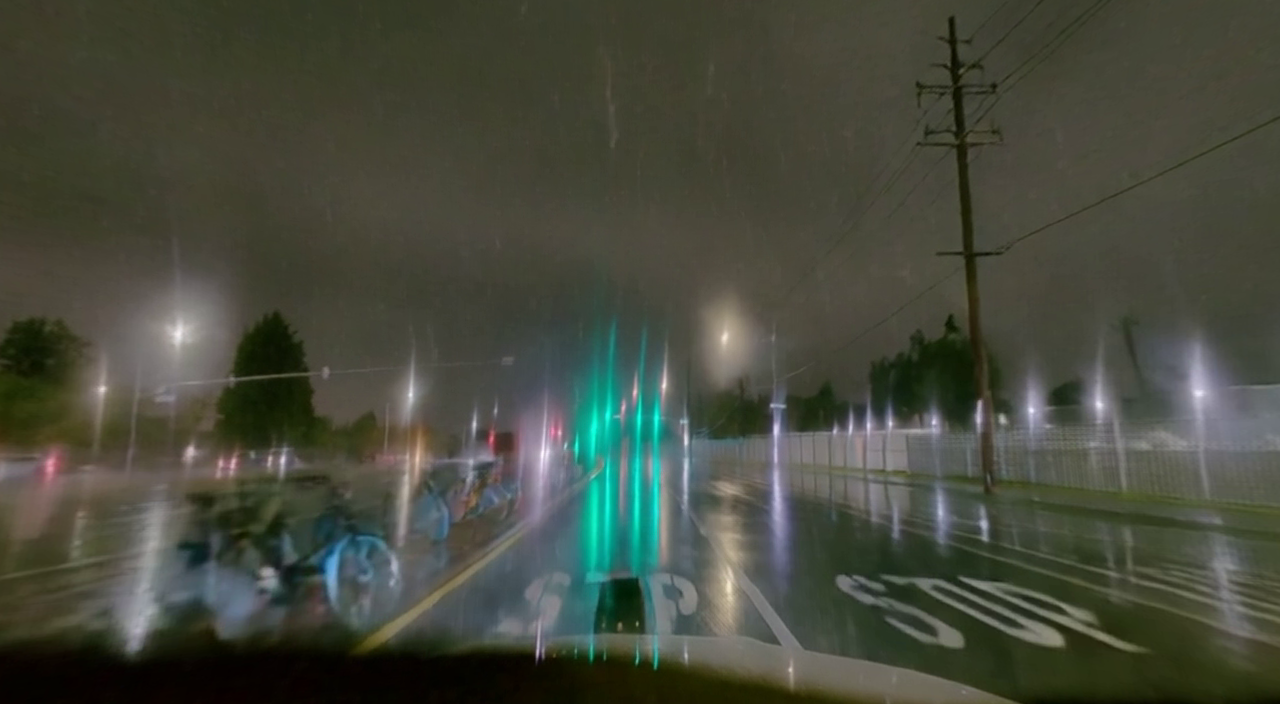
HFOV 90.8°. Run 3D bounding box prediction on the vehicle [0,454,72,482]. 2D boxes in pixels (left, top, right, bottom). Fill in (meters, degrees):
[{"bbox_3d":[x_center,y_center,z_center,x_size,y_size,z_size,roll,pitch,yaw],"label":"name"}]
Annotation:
[{"bbox_3d":[-33.742,6.250,34.067,4.327,1.402,1.757,0,-8,-4],"label":"vehicle"}]
